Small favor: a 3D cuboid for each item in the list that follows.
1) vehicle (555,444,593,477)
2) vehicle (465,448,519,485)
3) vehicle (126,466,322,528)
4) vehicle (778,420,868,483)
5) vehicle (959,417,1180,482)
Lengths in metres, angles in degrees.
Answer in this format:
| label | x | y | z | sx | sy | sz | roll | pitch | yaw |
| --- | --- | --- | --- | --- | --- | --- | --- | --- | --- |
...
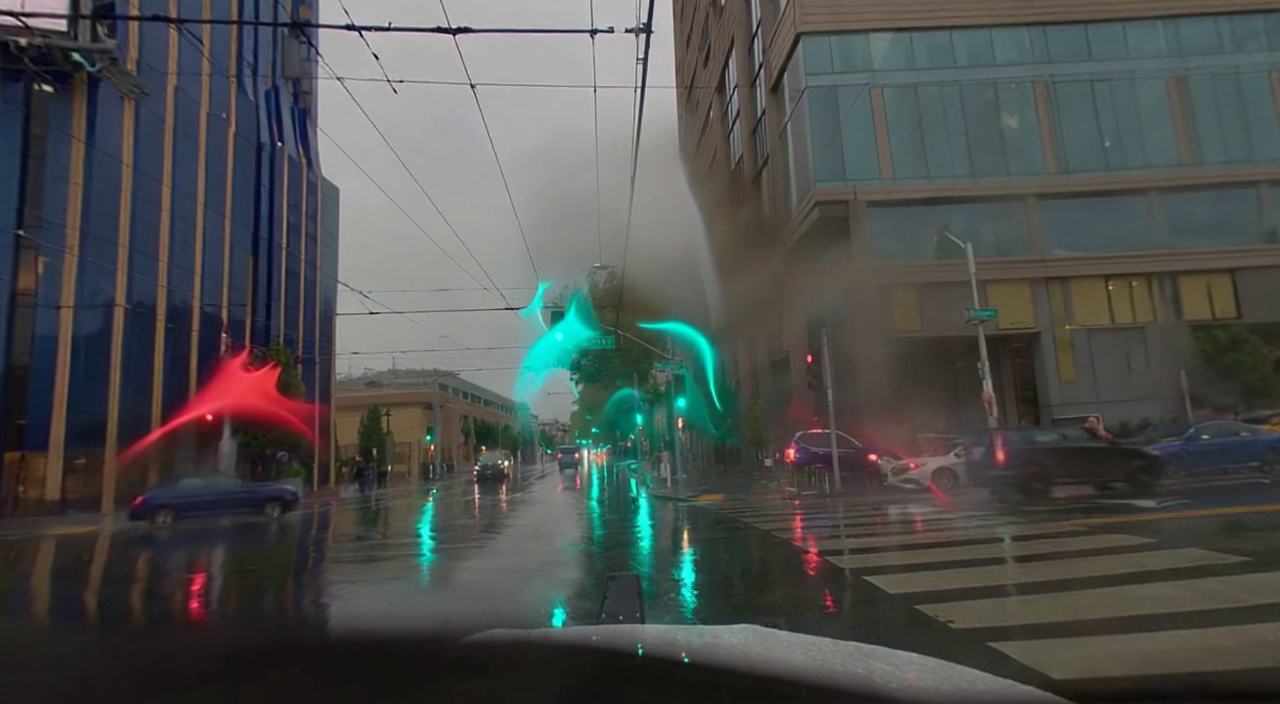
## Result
| label | x | y | z | sx | sy | sz | roll | pitch | yaw |
| --- | --- | --- | --- | --- | --- | --- | --- | --- | --- |
| vehicle | -4.046 | 6.744 | 39.516 | 2.137 | 1.910 | 5.120 | 0 | -8 | -3 |
| vehicle | -8.418 | 6.521 | 36.293 | 2.121 | 1.792 | 4.510 | -3 | -8 | -2 |
| vehicle | -12.032 | 4.174 | 18.659 | 4.549 | 1.490 | 1.797 | 5 | -10 | -30 |
| vehicle | 7.549 | 4.104 | 26.634 | 2.316 | 2.425 | 4.466 | 1 | -7 | -2 |
| vehicle | 11.557 | 2.646 | 17.233 | 4.637 | 1.624 | 1.927 | 0 | -8 | -3 |
